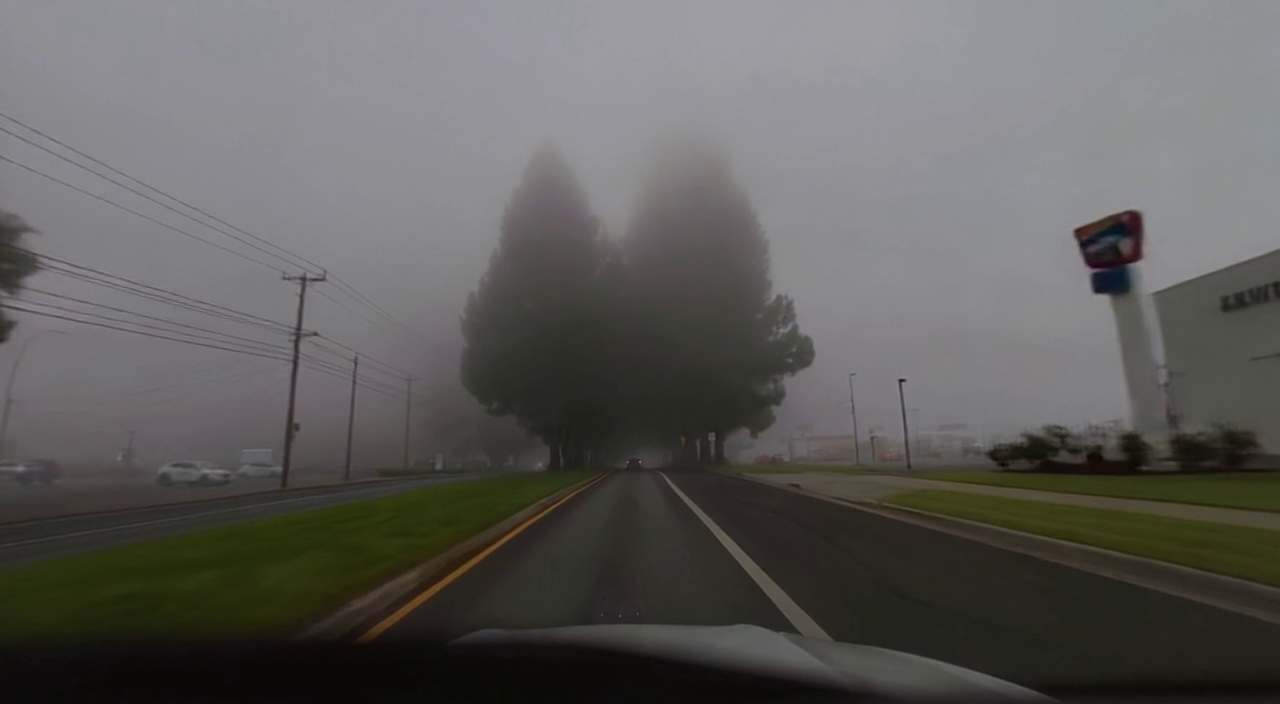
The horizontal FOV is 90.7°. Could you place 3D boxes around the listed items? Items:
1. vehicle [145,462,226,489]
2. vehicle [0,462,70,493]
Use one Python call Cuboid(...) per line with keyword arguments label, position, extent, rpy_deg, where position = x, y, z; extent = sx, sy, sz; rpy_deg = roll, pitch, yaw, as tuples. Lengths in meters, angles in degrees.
Cuboid(label="vehicle", position=(-27.750, 7.505, 38.819), extent=(1.808, 1.441, 4.386), rpy_deg=(0, -9, -1))
Cuboid(label="vehicle", position=(-37.512, 7.544, 38.322), extent=(1.903, 1.674, 4.493), rpy_deg=(0, -9, -3))
